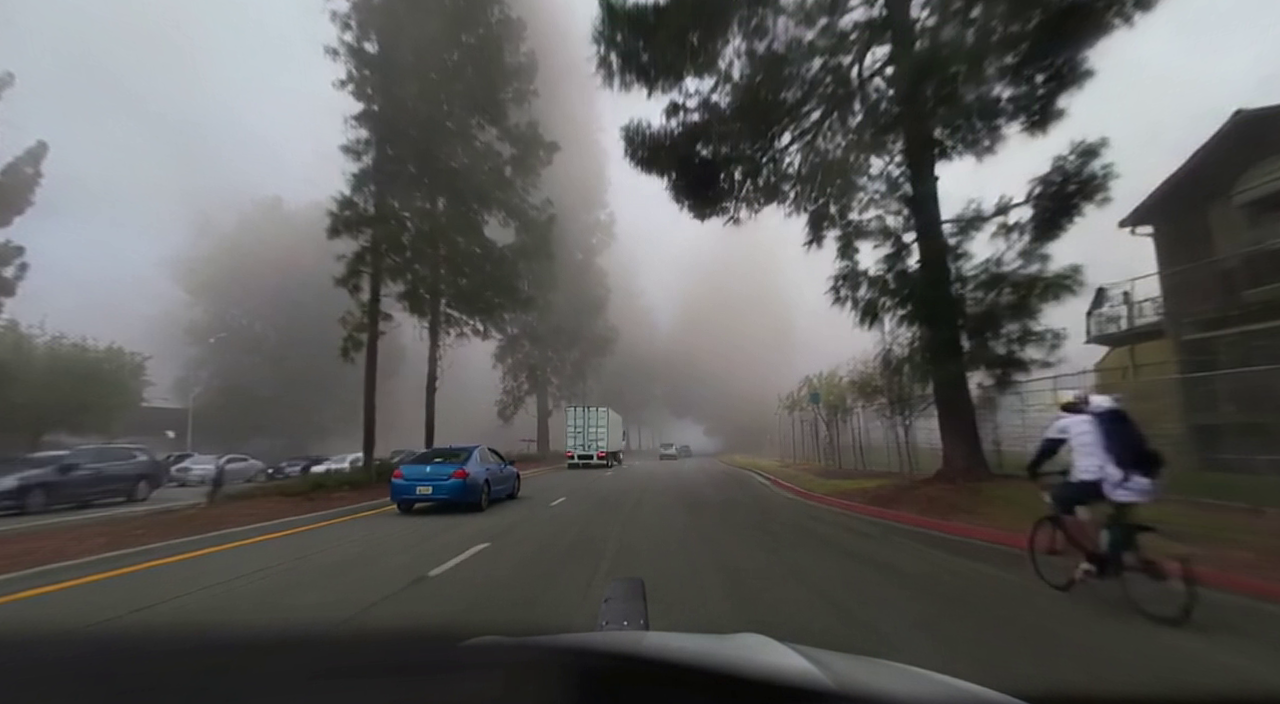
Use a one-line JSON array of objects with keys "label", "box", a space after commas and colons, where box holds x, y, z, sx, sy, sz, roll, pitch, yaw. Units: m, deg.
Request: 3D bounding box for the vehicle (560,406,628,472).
[{"label": "vehicle", "box": [-2.389, 4.955, 35.768, 2.746, 3.276, 8.572, -1, -8, 3]}]

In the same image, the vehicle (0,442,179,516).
[{"label": "vehicle", "box": [-15.071, 3.279, 16.857, 1.946, 1.688, 4.560, 0, -8, 0]}]

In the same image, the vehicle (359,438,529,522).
[{"label": "vehicle", "box": [-3.846, 2.575, 13.306, 2.005, 1.462, 4.345, -1, -8, 3]}]

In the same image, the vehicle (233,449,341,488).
[{"label": "vehicle", "box": [-15.092, 4.967, 27.297, 1.837, 1.464, 4.728, -1, -8, 2]}]
